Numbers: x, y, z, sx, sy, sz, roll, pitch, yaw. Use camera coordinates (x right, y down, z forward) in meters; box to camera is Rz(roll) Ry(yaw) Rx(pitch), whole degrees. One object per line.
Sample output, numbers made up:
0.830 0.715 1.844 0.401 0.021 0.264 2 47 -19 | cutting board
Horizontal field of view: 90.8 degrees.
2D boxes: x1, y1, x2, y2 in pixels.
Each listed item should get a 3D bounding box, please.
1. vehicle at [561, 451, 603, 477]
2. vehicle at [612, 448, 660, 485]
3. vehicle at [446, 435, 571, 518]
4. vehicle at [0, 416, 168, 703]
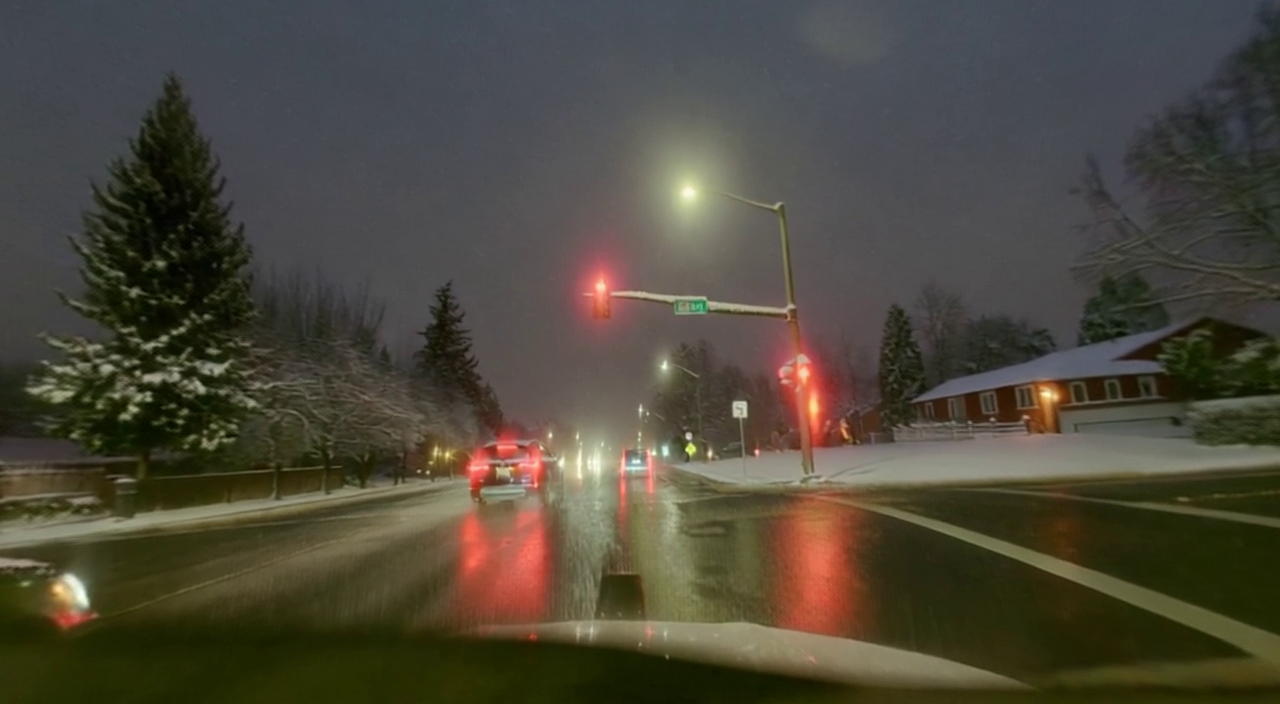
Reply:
-3.731 7.330 41.448 2.268 1.522 4.350 -1 -8 0 | vehicle
-0.188 5.177 28.848 2.062 1.518 3.901 -1 -8 -1 | vehicle
-3.151 3.066 16.168 2.157 1.771 4.452 -1 -8 1 | vehicle
-3.521 0.793 0.998 1.934 1.475 4.741 -1 -8 -1 | vehicle
